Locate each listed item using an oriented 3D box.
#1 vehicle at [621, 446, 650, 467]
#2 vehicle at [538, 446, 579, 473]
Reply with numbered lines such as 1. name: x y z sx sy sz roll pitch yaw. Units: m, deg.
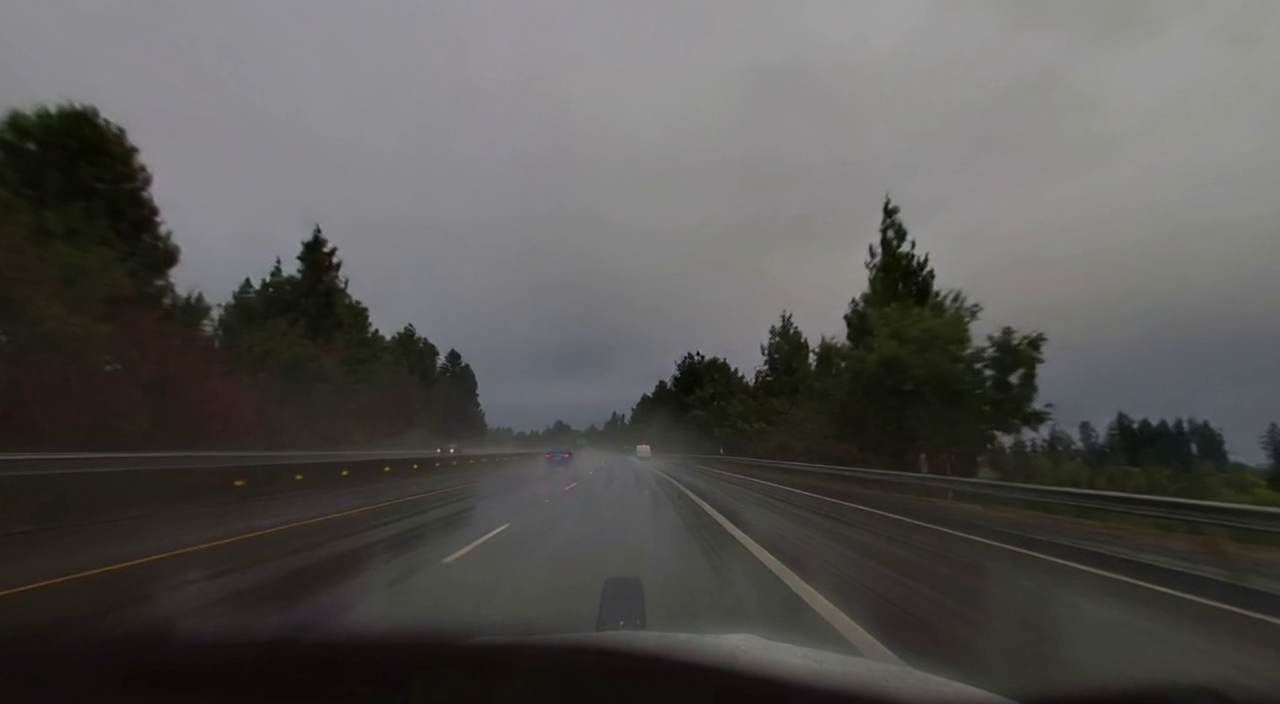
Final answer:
1. vehicle: -0.358 7.638 46.256 2.031 1.483 3.417 0 -9 -3
2. vehicle: -4.992 6.643 39.276 1.957 1.499 4.965 0 -9 -1
